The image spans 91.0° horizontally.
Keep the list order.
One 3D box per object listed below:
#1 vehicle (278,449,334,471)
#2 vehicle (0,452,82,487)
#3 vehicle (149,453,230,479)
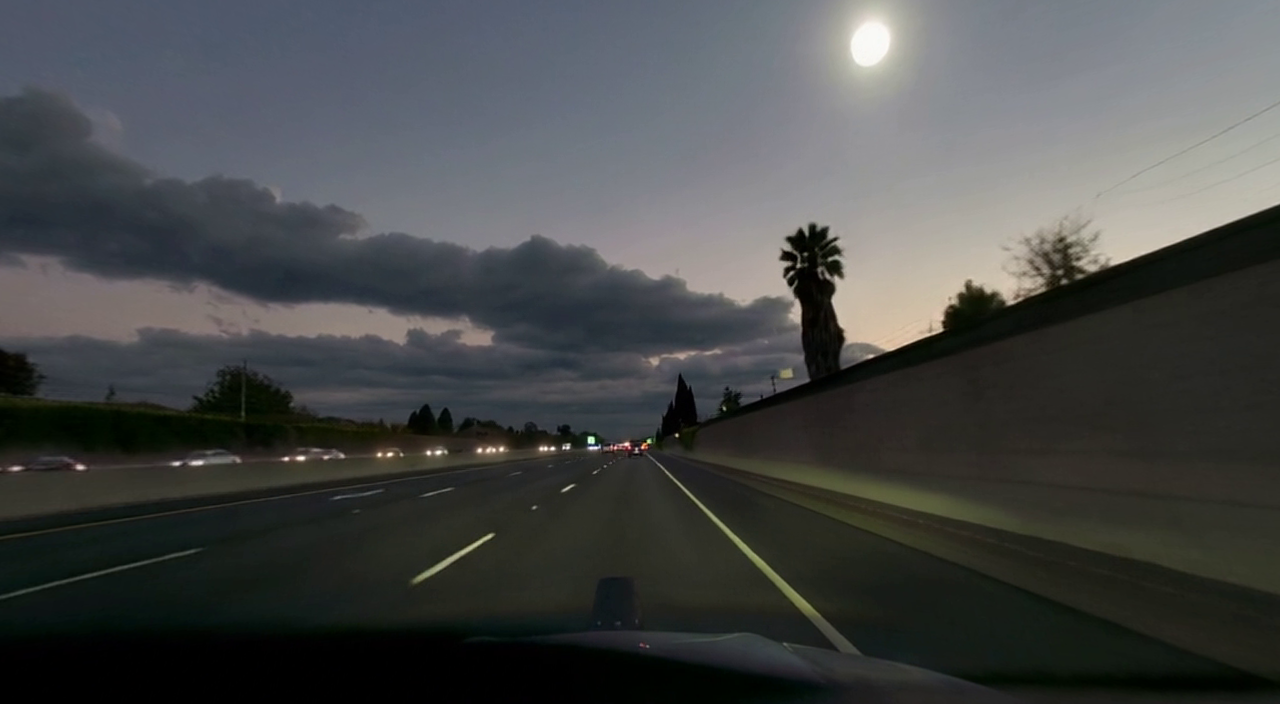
[{"bbox_3d":[-26.160,8.460,49.507,1.899,1.662,4.476,0,-9,1],"label":"vehicle"},{"bbox_3d":[-33.930,6.417,34.770,1.972,1.772,4.648,0,-9,0],"label":"vehicle"},{"bbox_3d":[-30.002,7.581,42.130,1.952,1.600,4.623,0,-9,0],"label":"vehicle"}]
